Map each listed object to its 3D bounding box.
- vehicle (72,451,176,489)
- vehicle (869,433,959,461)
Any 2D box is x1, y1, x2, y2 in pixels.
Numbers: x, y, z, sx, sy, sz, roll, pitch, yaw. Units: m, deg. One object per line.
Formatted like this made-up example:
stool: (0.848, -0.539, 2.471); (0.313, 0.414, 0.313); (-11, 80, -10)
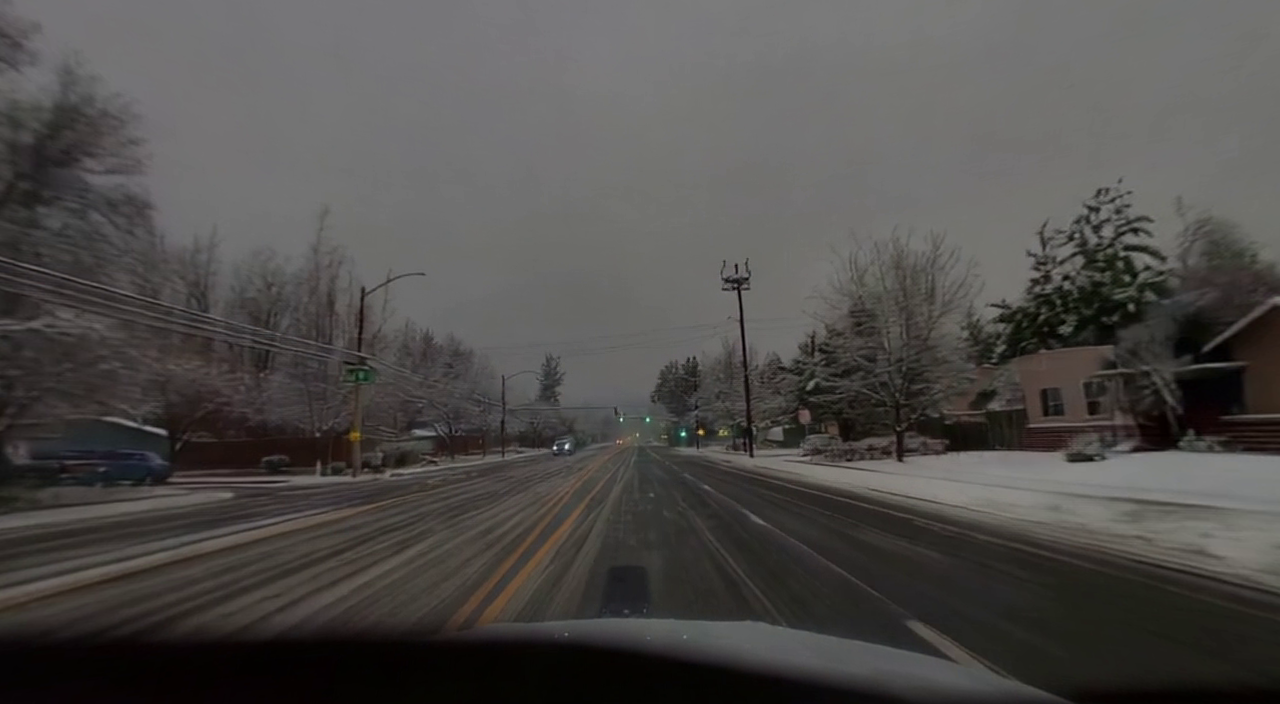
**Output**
vehicle: (-25.035, 5.722, 30.809); (1.958, 1.668, 4.701); (3, -10, -13)
vehicle: (14.661, 5.145, 33.994); (4.253, 1.397, 1.717); (-3, -9, 18)
